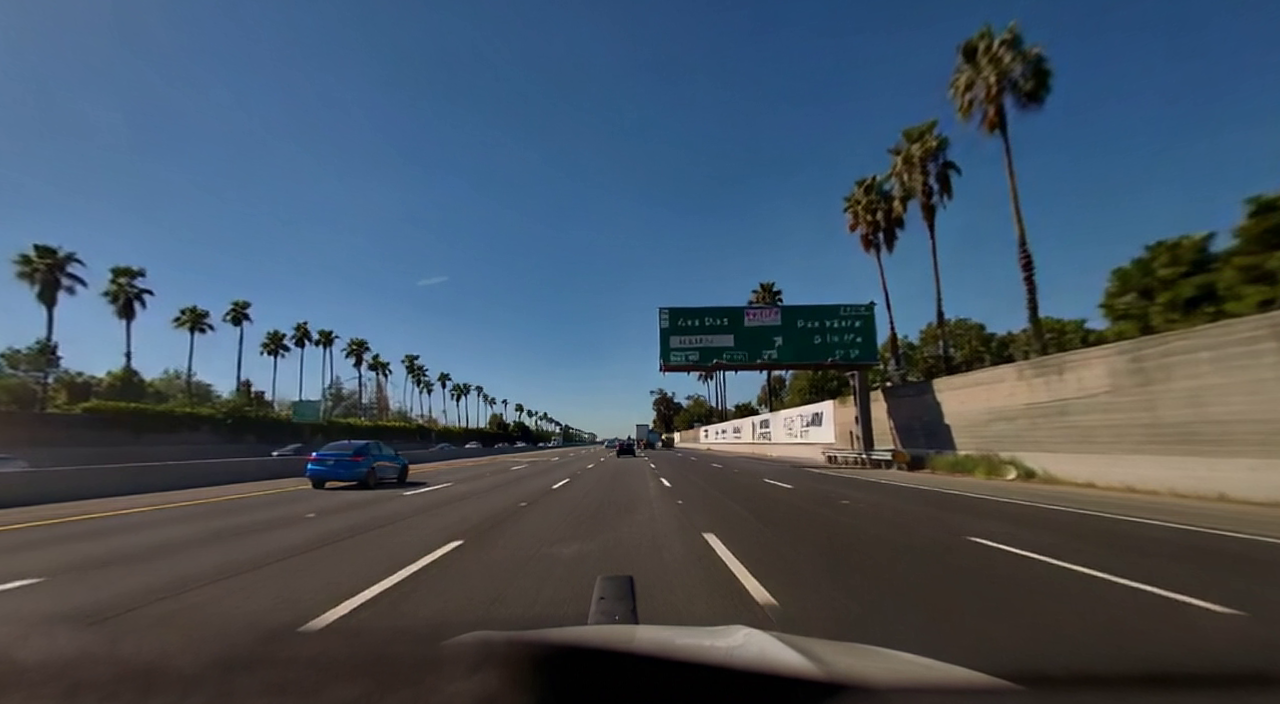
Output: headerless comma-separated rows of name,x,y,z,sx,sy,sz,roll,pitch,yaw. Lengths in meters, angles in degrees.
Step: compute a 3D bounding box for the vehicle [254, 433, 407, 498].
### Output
vehicle,-8.331,3.083,17.563,1.971,1.552,4.465,0,-8,0
